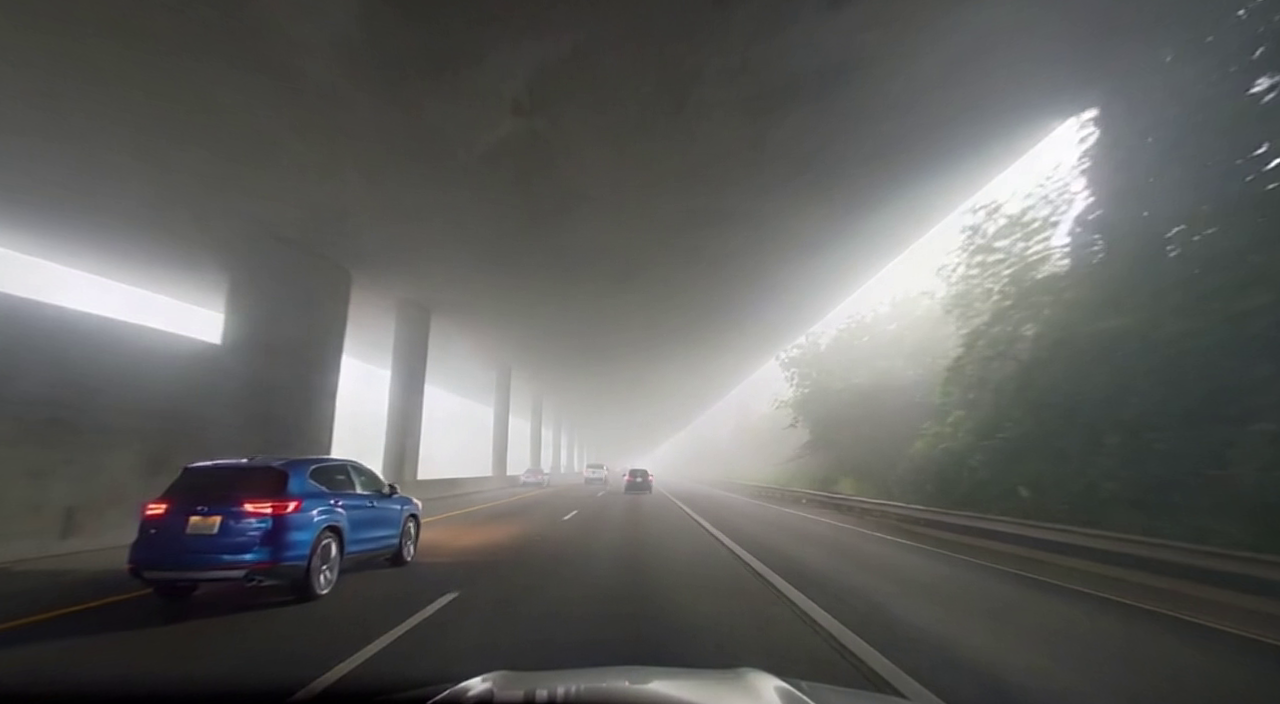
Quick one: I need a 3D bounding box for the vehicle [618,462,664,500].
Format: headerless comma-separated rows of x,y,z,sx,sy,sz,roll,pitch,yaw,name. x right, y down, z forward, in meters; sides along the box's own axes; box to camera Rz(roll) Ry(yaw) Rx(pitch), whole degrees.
0.038,6.011,29.567,1.992,1.601,3.762,1,-11,0,vehicle

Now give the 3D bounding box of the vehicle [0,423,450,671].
-3.738,1.659,6.386,2.102,1.521,4.687,1,-11,1,vehicle

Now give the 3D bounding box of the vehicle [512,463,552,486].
-7.661,8.745,44.958,1.996,1.512,4.712,1,-11,0,vehicle
